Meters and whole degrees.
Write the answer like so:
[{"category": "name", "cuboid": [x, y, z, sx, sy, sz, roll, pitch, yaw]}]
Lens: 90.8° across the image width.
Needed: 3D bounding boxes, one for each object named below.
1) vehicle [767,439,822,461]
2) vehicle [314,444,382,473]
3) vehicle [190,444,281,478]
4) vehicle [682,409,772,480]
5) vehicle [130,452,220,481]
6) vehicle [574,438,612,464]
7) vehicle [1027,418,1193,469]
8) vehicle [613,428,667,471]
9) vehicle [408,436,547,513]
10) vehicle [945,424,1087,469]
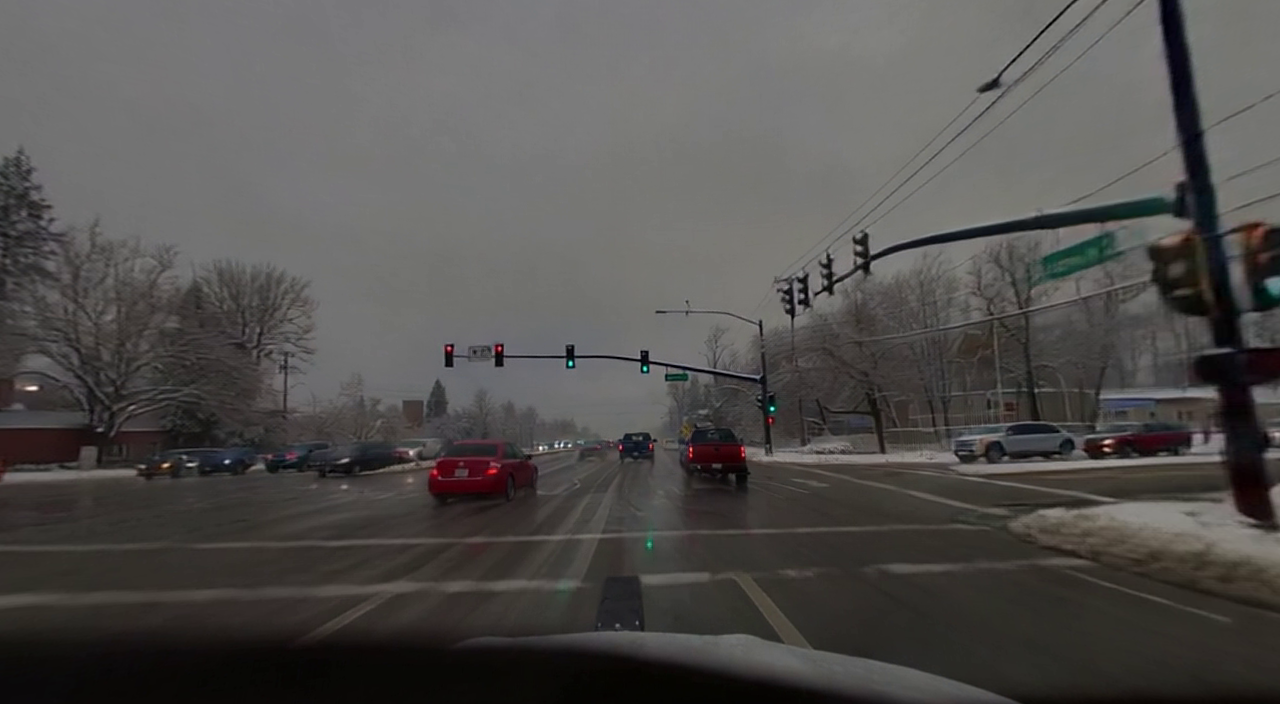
[{"category": "vehicle", "cuboid": [12.059, 7.713, 49.612, 2.010, 1.633, 4.246, 3, -9, -21]}, {"category": "vehicle", "cuboid": [-17.996, 6.547, 39.179, 1.958, 1.683, 4.559, -1, -8, 2]}, {"category": "vehicle", "cuboid": [-24.438, 6.601, 38.411, 2.224, 1.759, 4.994, -4, -9, 0]}, {"category": "vehicle", "cuboid": [3.527, 4.008, 27.414, 2.905, 2.636, 6.895, 0, -8, 0]}, {"category": "vehicle", "cuboid": [-28.056, 6.911, 38.323, 1.985, 1.609, 4.536, -1, -9, 1]}, {"category": "vehicle", "cuboid": [-3.316, 7.161, 45.779, 2.273, 1.749, 4.385, 0, -8, 2]}, {"category": "vehicle", "cuboid": [17.390, 3.419, 23.474, 4.782, 1.768, 2.152, 2, -9, -11]}, {"category": "vehicle", "cuboid": [0.129, 5.259, 34.226, 2.643, 2.145, 5.585, -1, -8, 3]}, {"category": "vehicle", "cuboid": [-3.560, 2.760, 14.794, 1.939, 1.494, 4.499, 0, -8, 2]}, {"category": "vehicle", "cuboid": [15.439, 3.918, 26.080, 4.681, 1.756, 2.109, 2, -9, -9]}]
